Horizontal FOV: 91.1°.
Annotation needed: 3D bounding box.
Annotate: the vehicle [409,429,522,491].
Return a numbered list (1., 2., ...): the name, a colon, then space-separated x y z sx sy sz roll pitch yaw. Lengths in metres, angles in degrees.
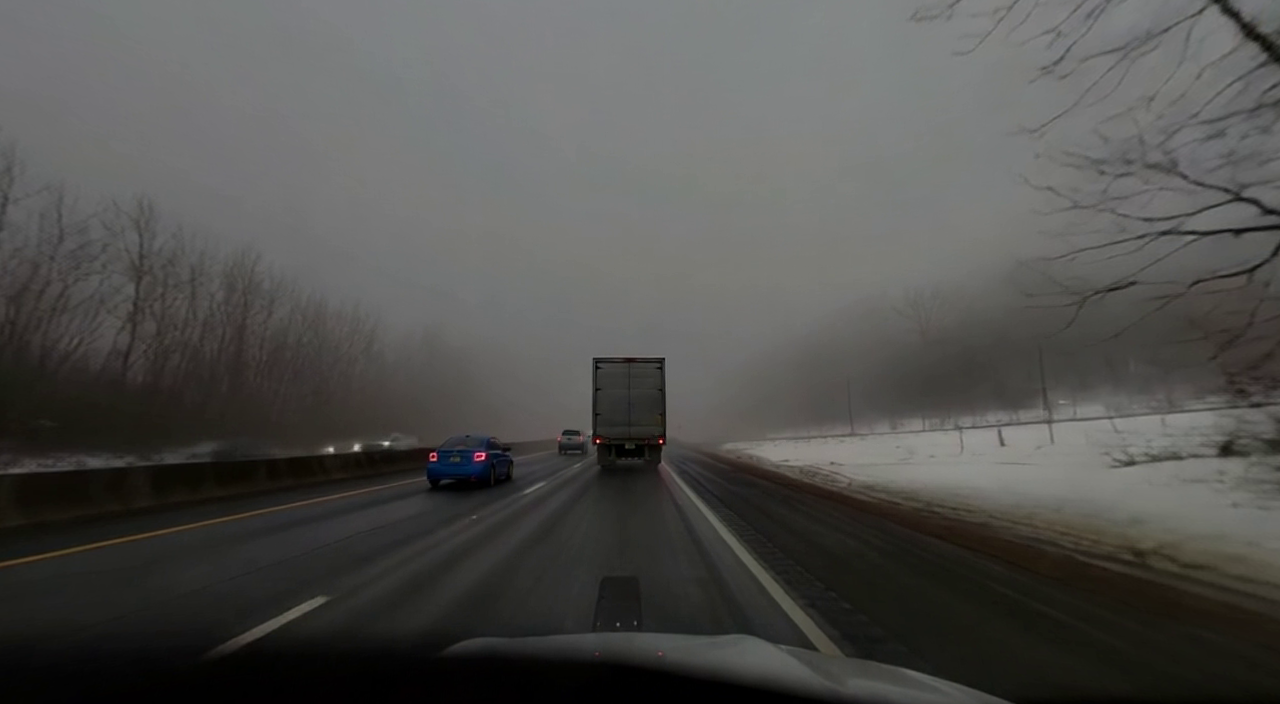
1. vehicle: -4.742 2.972 17.800 1.931 1.539 4.441 0 -8 0

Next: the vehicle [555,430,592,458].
1. vehicle: -4.556 6.357 43.774 2.019 1.834 4.644 0 -8 0

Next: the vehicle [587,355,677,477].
1. vehicle: -0.371 2.763 25.884 2.953 4.041 10.072 0 -8 -1

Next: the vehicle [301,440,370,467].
1. vehicle: -18.140 6.024 37.658 1.883 1.499 4.621 0 -8 -1
